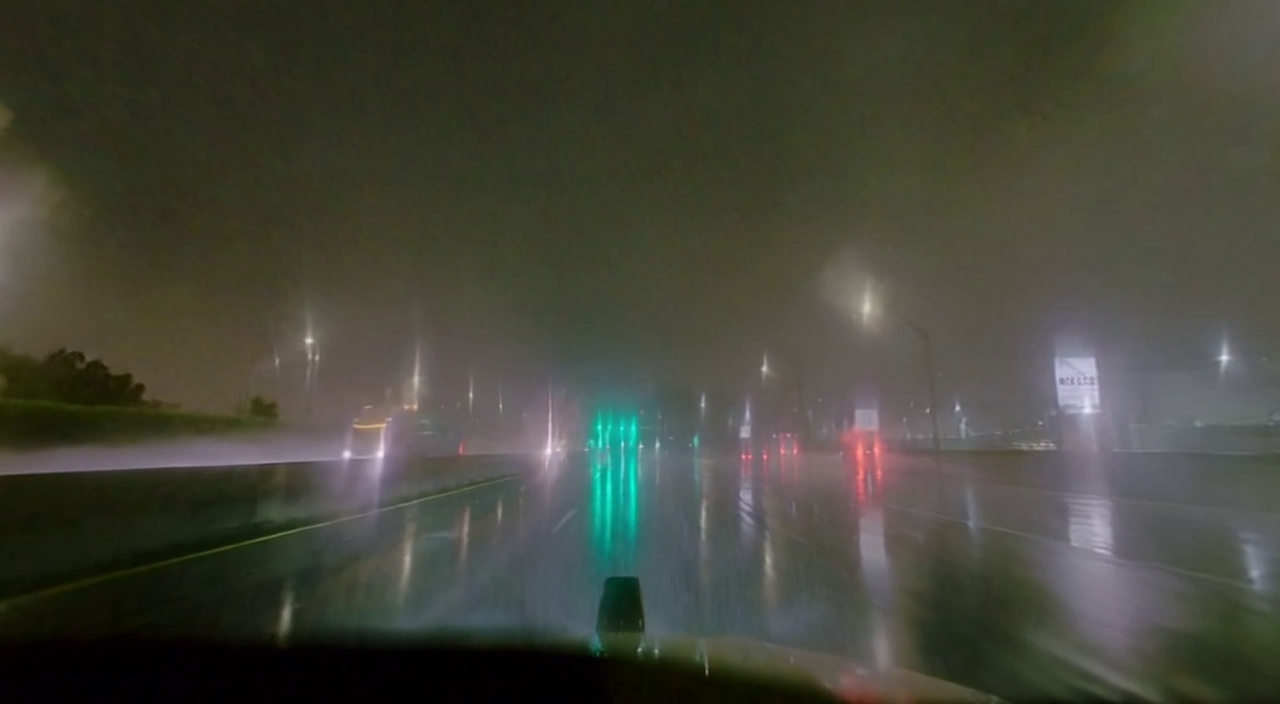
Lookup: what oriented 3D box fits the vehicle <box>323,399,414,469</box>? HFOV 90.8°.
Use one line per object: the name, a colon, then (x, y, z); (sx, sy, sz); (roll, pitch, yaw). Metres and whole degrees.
vehicle: (-16.517, 5.130, 38.886); (3.025, 3.932, 5.813); (0, -9, -1)
